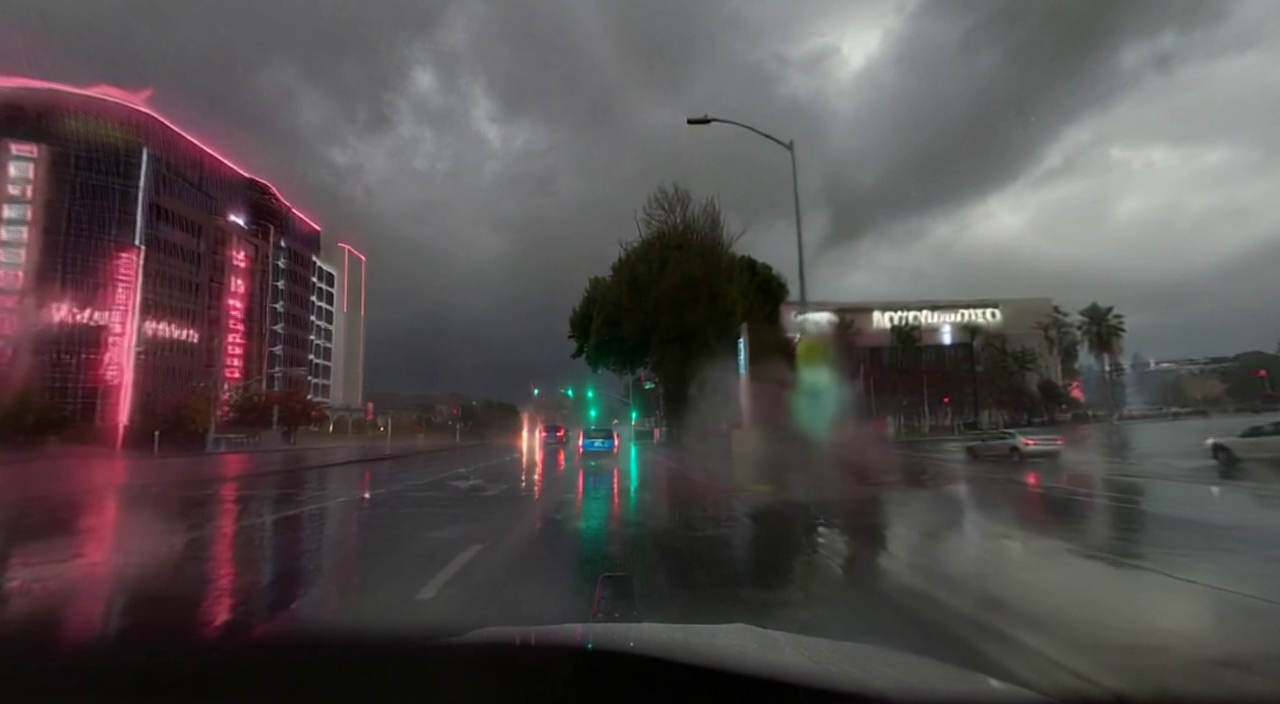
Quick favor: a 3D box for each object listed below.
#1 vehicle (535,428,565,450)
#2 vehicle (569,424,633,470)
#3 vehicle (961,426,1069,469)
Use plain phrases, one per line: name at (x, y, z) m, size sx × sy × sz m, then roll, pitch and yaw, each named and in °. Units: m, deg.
vehicle at (-6.450, 6.232, 45.171) m, size 2.023 × 1.485 × 3.721 m, roll 1°, pitch -8°, yaw -7°
vehicle at (-1.501, 3.621, 24.162) m, size 2.231 × 1.572 × 4.227 m, roll 0°, pitch -8°, yaw -4°
vehicle at (18.707, 4.889, 31.783) m, size 1.932 × 1.762 × 4.835 m, roll 0°, pitch -13°, yaw -8°
